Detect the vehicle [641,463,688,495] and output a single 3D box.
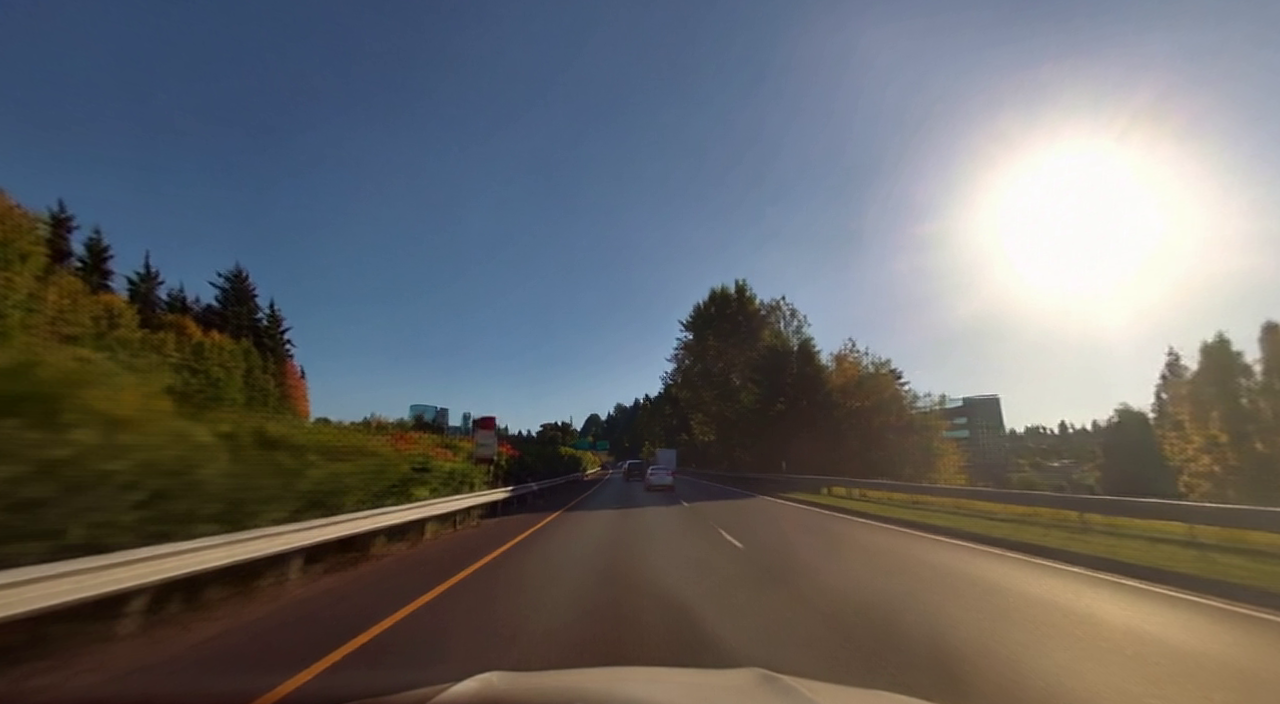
[{"bbox_3d":[1.165,6.233,31.047,1.976,1.467,3.783,1,-11,-3],"label":"vehicle"}]
